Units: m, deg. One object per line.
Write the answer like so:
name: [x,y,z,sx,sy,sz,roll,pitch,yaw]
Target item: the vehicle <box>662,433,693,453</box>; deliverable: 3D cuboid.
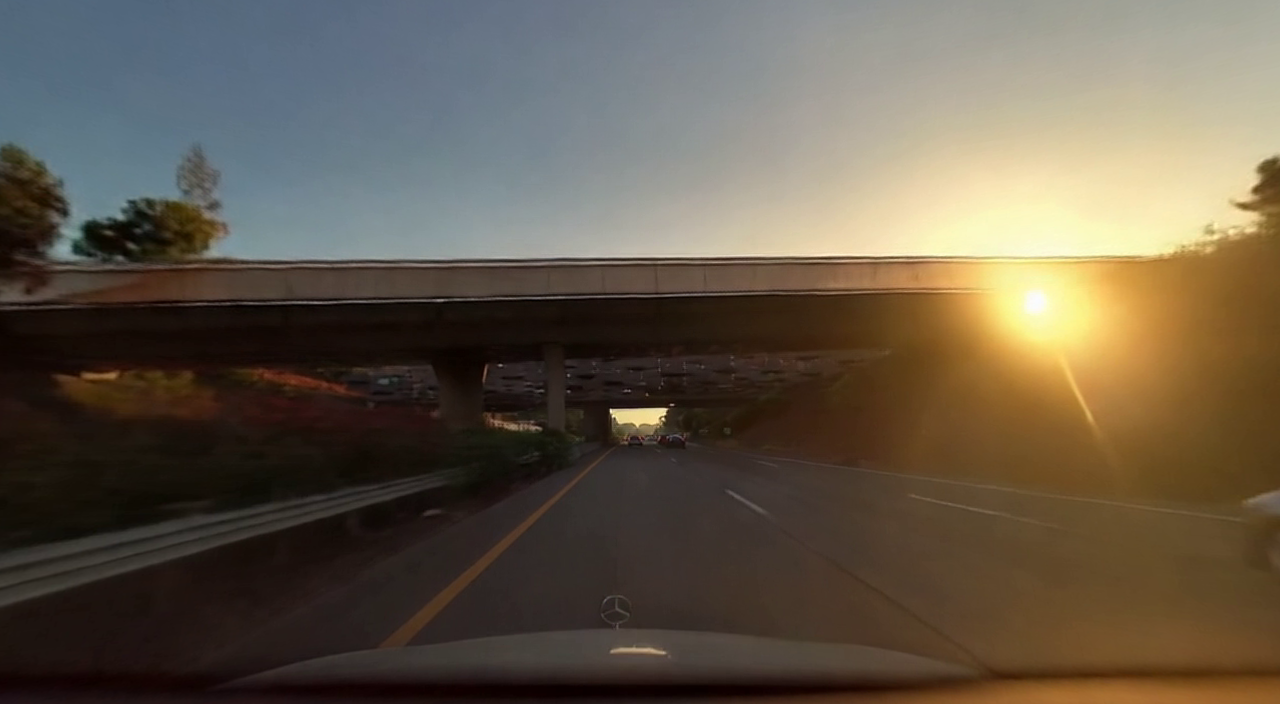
vehicle: [2.787,6.872,47.653,1.981,1.490,3.449,0,-8,-3]
